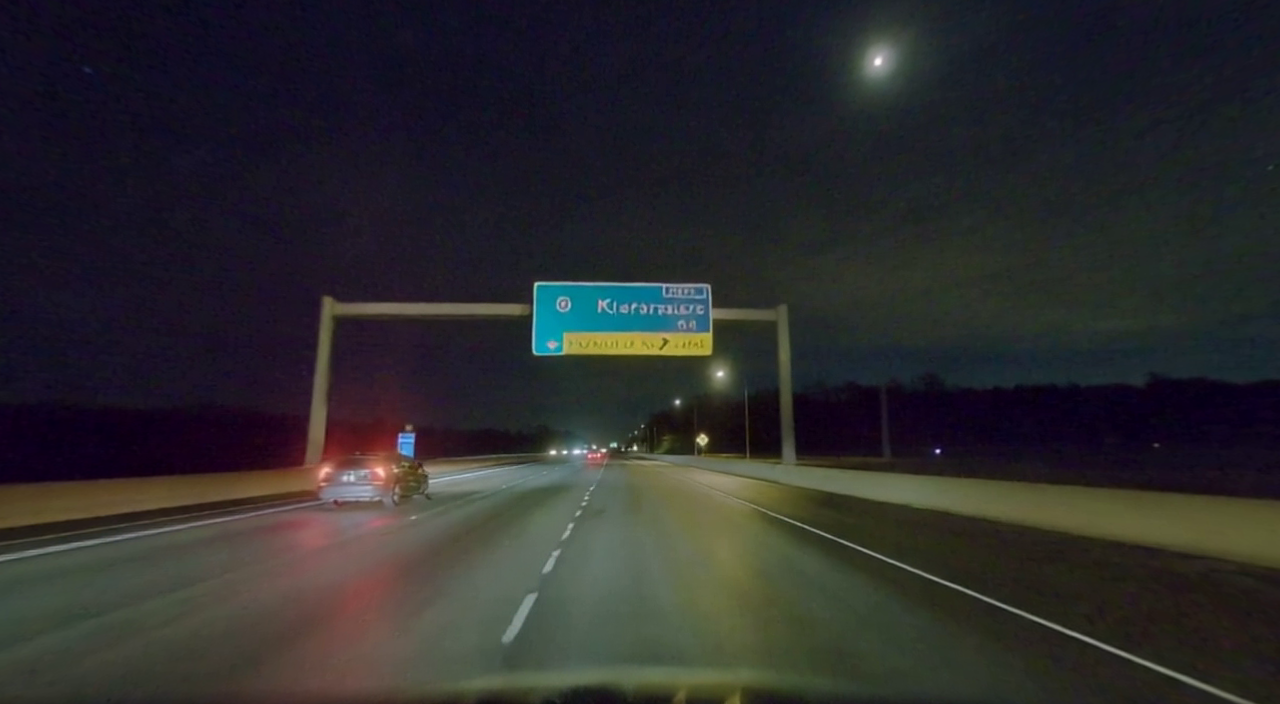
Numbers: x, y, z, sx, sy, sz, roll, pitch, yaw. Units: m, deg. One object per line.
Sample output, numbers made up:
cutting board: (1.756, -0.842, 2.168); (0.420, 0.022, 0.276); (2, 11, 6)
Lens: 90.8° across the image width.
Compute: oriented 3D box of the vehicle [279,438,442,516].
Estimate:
vehicle: (-6.526, 2.942, 15.378); (2.098, 1.606, 4.227); (0, -9, -1)
